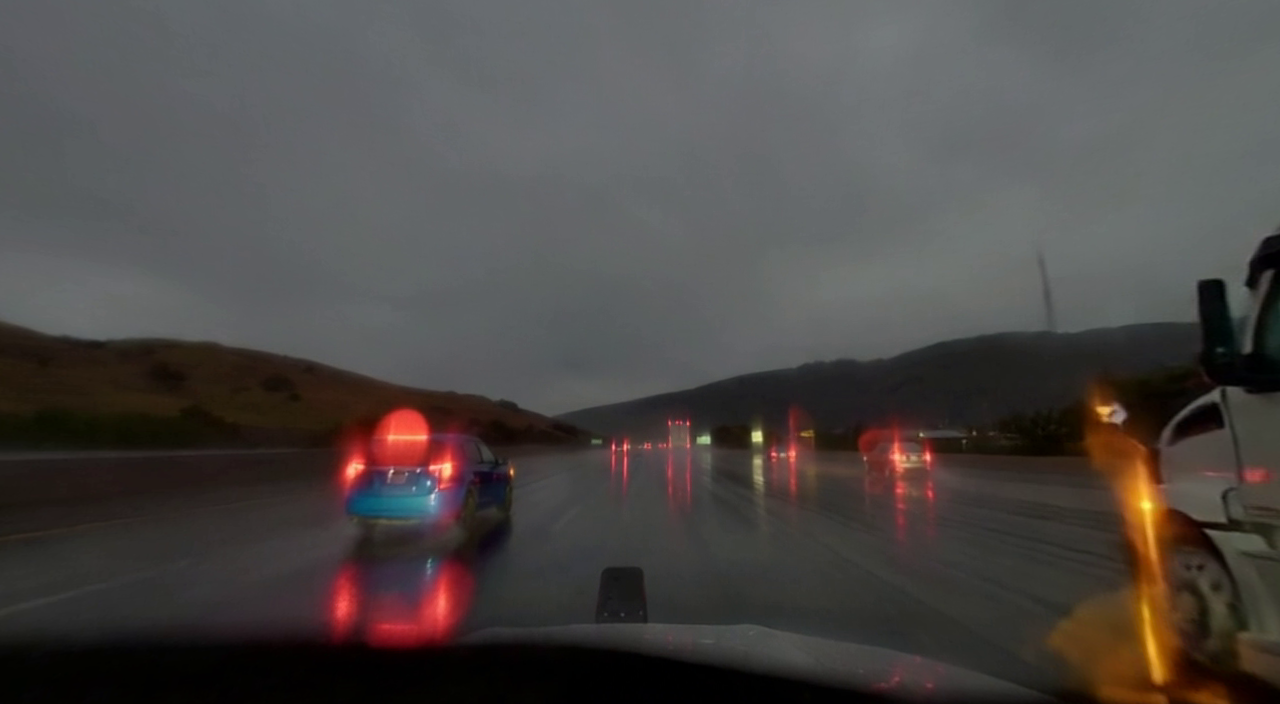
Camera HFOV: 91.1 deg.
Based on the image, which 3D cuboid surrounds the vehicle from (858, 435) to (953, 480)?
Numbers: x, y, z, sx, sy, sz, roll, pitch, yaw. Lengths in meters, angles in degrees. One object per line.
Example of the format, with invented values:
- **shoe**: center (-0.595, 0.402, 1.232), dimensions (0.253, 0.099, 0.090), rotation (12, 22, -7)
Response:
- **vehicle**: center (11.213, 4.490, 26.917), dimensions (2.062, 1.736, 4.589), rotation (0, -9, 0)

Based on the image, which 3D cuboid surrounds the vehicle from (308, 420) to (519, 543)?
- **vehicle**: center (-3.383, 2.009, 10.313), dimensions (1.967, 1.615, 3.886), rotation (0, -9, 1)
